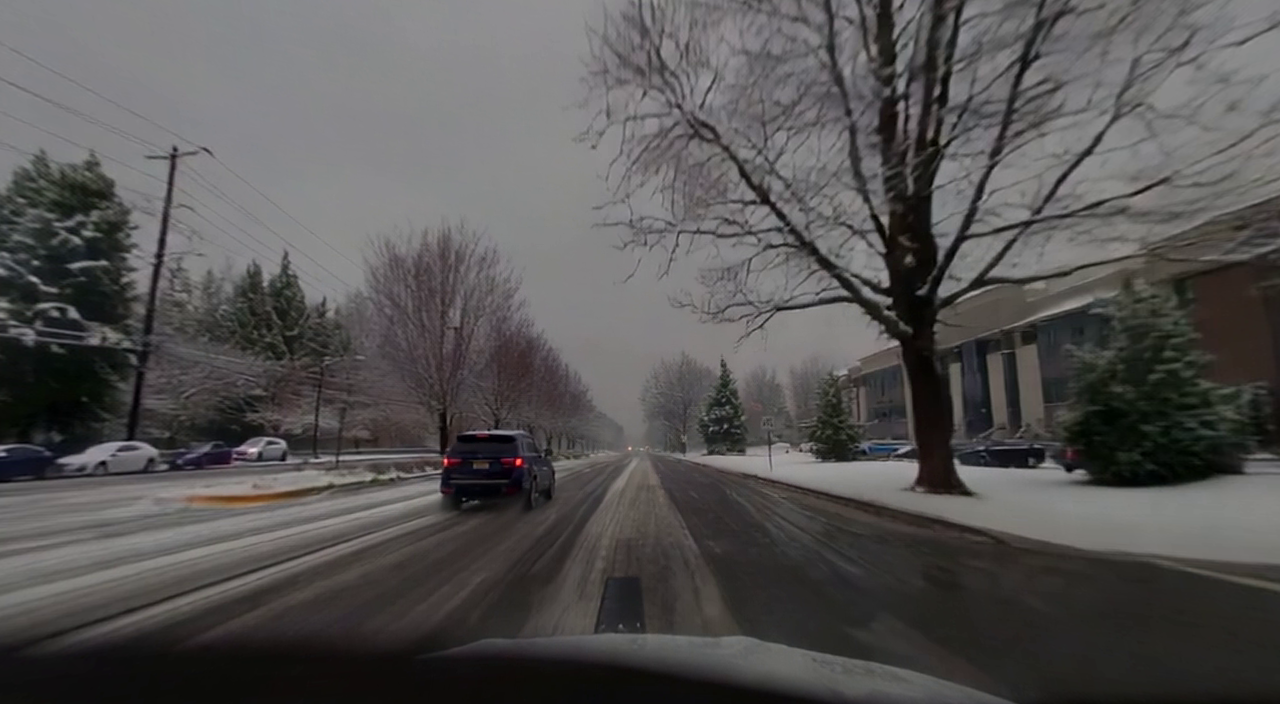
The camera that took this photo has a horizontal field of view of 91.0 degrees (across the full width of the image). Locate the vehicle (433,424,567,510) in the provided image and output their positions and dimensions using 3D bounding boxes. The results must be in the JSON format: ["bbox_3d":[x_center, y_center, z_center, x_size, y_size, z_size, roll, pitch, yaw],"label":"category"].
[{"bbox_3d":[-3.201,2.753,15.500,2.112,1.779,4.489,0,-9,2],"label":"vehicle"}]

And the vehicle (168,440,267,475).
[{"bbox_3d":[-25.323,6.333,38.056,2.142,1.895,5.528,0,-9,0],"label":"vehicle"}]

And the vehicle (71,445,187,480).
[{"bbox_3d":[-25.398,5.496,31.581,1.844,1.619,4.725,0,-9,0],"label":"vehicle"}]

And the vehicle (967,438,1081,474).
[{"bbox_3d":[18.411,4.990,30.268,4.331,1.655,1.884,1,-9,-7],"label":"vehicle"}]
